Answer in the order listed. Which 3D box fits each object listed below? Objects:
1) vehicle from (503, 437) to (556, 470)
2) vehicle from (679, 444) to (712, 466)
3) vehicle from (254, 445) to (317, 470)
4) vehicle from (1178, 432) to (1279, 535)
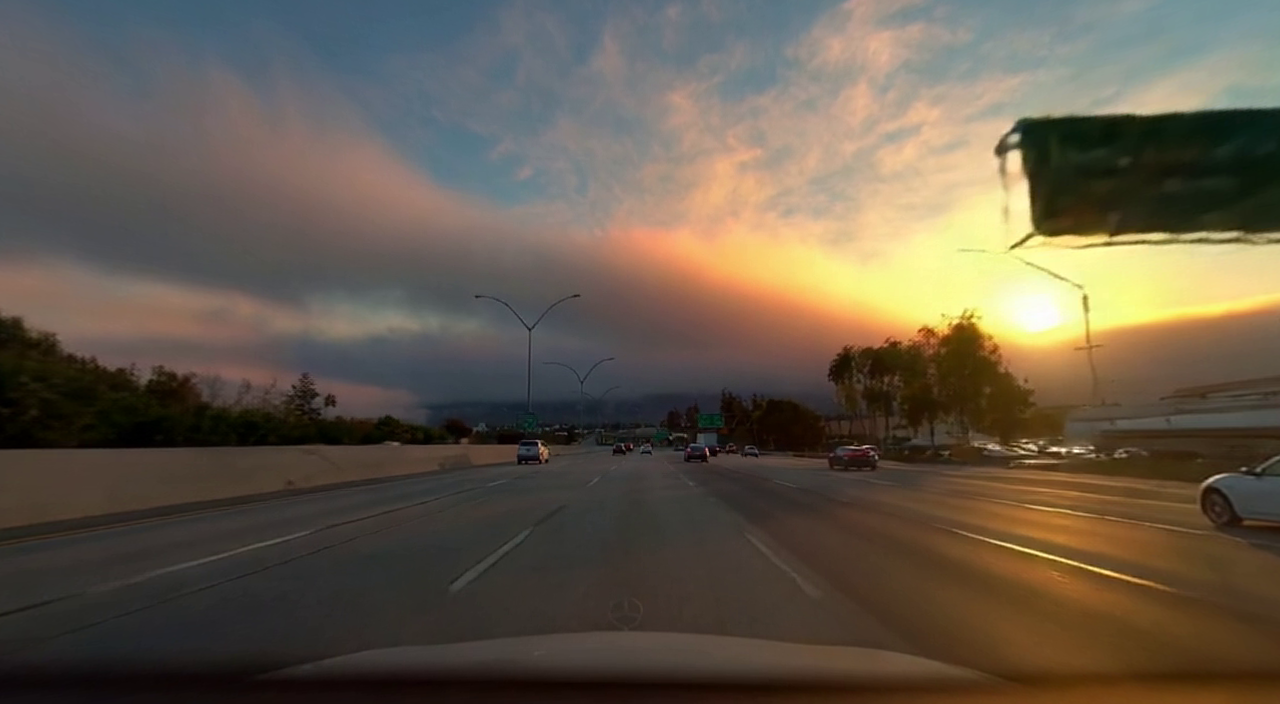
[{"bbox_3d":[-6.207,5.749,35.830,2.091,1.746,4.437,0,-9,2],"label":"vehicle"},{"bbox_3d":[3.787,7.132,43.540,1.950,1.453,3.378,0,-9,-1],"label":"vehicle"},{"bbox_3d":[-21.422,6.362,38.122,1.689,1.401,3.620,0,-8,0],"label":"vehicle"},{"bbox_3d":[10.182,1.777,8.218,1.979,1.467,4.839,0,-9,0],"label":"vehicle"}]
